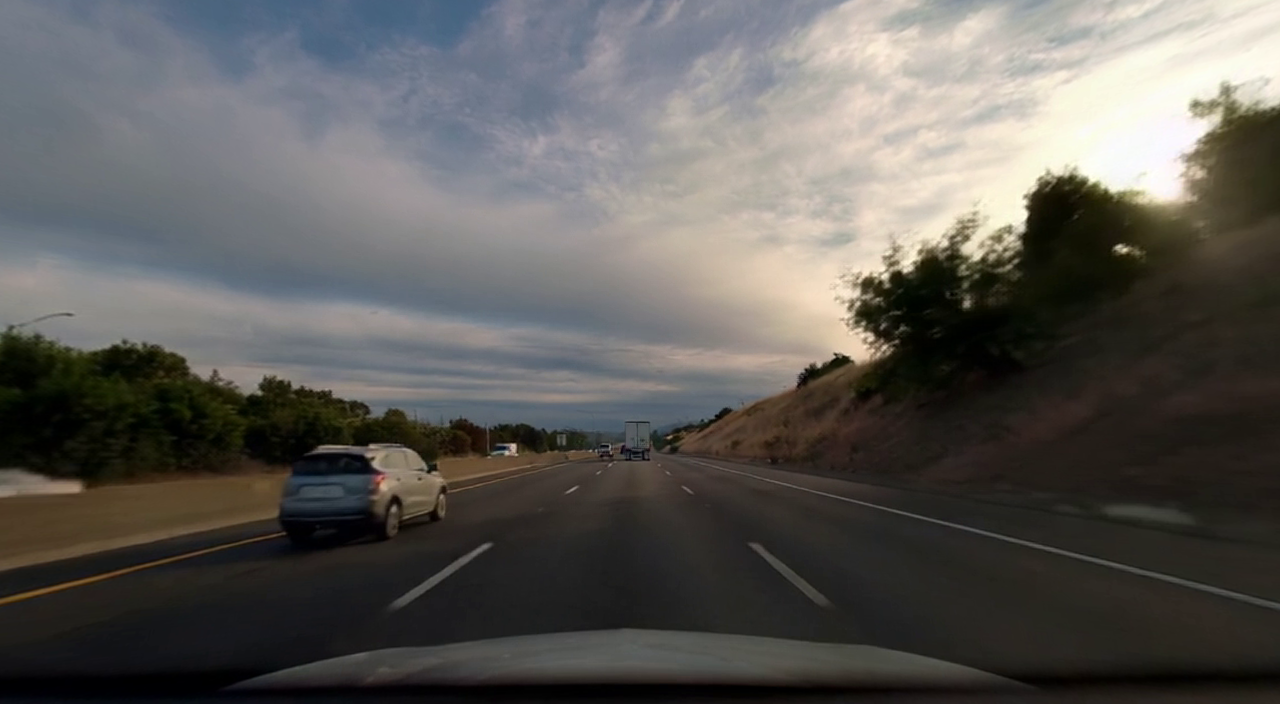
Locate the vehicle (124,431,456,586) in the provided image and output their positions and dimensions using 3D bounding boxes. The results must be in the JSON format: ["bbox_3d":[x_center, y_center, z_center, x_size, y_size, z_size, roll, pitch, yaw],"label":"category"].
[{"bbox_3d":[-4.129,1.891,8.457,2.051,1.537,4.111,0,-9,0],"label":"vehicle"}]
